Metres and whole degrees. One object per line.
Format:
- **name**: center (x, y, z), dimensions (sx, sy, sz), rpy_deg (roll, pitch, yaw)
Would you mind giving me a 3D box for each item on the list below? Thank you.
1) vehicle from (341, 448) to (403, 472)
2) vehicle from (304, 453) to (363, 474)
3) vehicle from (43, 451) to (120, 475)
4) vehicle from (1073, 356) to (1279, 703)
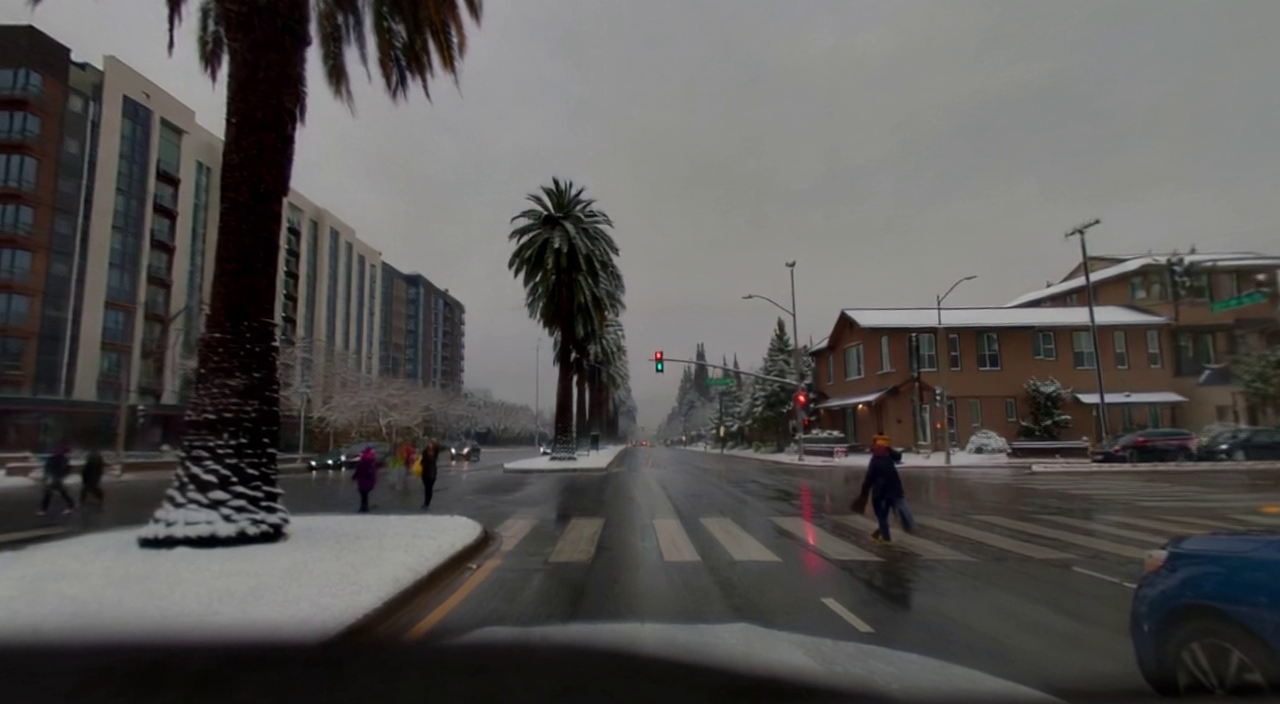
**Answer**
- **vehicle**: center (-19.714, 7.960, 46.763), dimensions (2.357, 1.678, 5.014), rpy_deg (0, -9, 0)
- **vehicle**: center (-23.691, 8.587, 49.044), dimensions (1.955, 1.480, 5.163), rpy_deg (0, -9, 1)
- **vehicle**: center (-41.623, 8.265, 47.220), dimensions (1.804, 1.598, 4.362), rpy_deg (0, -8, -2)
- **vehicle**: center (3.296, 0.666, 1.112), dimensions (2.060, 1.631, 4.169), rpy_deg (0, -9, 0)
